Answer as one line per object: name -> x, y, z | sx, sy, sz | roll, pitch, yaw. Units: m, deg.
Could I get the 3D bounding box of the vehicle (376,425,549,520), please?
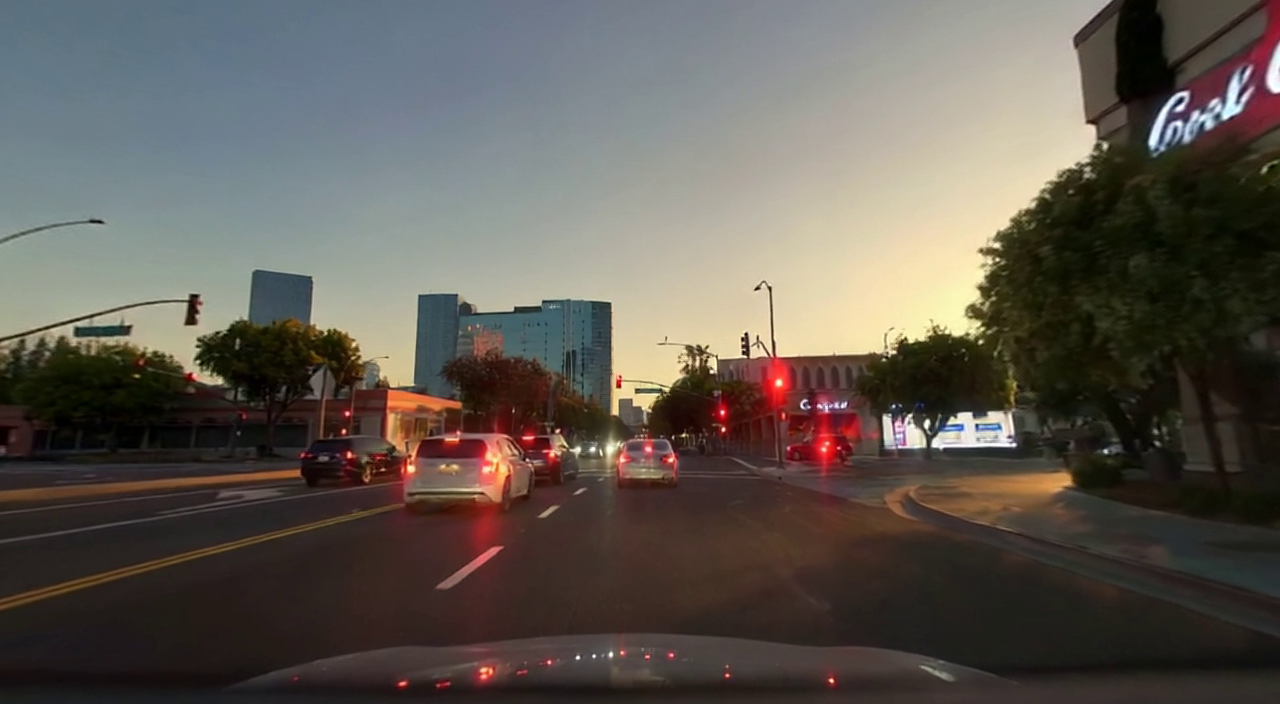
vehicle -> -3.222, 2.288, 12.494 | 2.029, 1.517, 4.375 | 0, -9, 2

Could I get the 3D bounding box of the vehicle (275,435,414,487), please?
vehicle -> -9.413, 3.509, 20.621 | 2.096, 1.474, 4.585 | 0, -9, 4

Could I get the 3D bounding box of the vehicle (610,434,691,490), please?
vehicle -> 0.380, 3.345, 19.573 | 2.258, 1.507, 3.896 | -1, -8, 3

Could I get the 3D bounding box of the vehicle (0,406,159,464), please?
vehicle -> -46.088, 6.472, 48.673 | 14.685, 4.167, 2.923 | -1, -8, -5

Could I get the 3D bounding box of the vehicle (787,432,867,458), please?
vehicle -> 13.250, 6.638, 44.836 | 5.032, 1.762, 1.982 | 0, -9, 0
